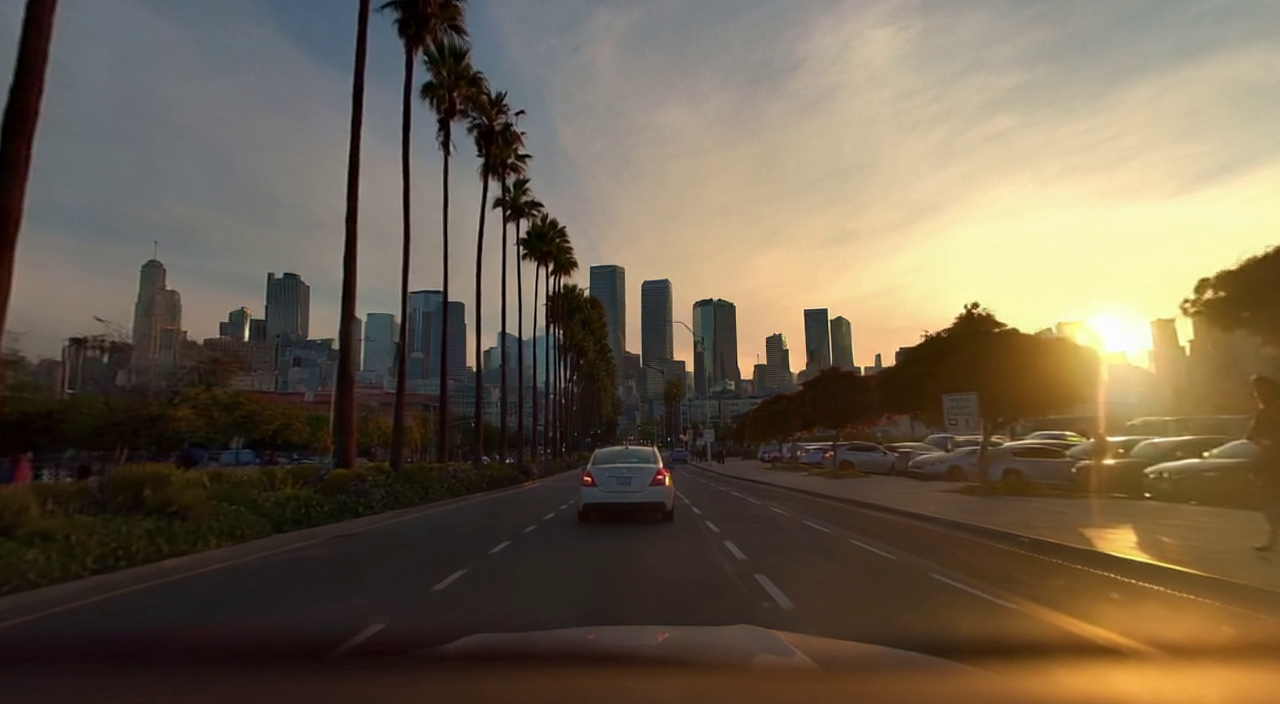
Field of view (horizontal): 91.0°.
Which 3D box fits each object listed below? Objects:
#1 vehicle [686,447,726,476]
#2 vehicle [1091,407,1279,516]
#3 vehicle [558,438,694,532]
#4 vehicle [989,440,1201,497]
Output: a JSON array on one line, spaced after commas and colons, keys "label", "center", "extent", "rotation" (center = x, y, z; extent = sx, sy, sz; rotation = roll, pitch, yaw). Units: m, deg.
[{"label": "vehicle", "center": [4.303, 7.172, 41.693], "extent": [2.136, 1.774, 4.778], "rotation": [0, -9, 0]}, {"label": "vehicle", "center": [12.919, 2.144, 12.904], "extent": [5.301, 1.962, 2.431], "rotation": [-3, -8, 4]}, {"label": "vehicle", "center": [-0.222, 2.495, 12.390], "extent": [2.235, 1.528, 3.876], "rotation": [0, -9, 0]}, {"label": "vehicle", "center": [12.835, 3.287, 17.996], "extent": [4.363, 1.488, 2.248], "rotation": [1, -9, -4]}]
